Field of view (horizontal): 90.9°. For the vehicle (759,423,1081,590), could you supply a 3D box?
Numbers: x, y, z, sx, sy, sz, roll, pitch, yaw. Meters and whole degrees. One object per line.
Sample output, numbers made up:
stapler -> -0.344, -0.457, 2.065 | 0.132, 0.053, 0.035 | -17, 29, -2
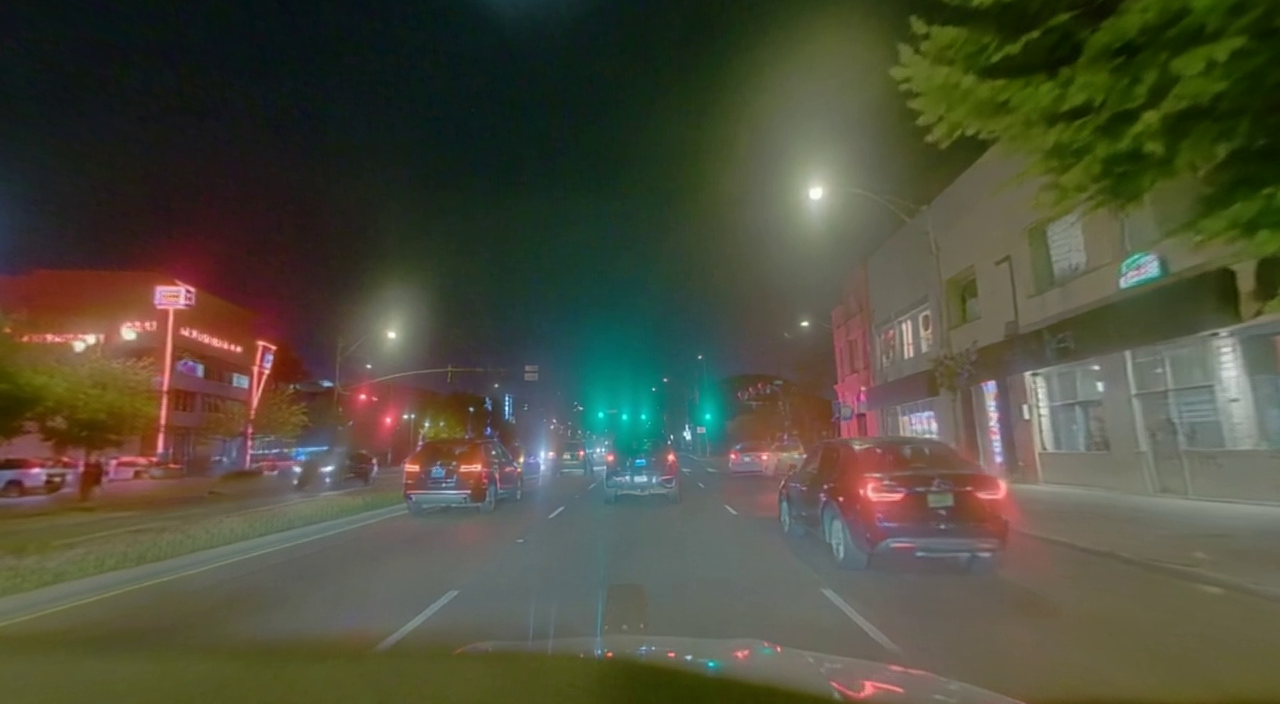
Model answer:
vehicle -> 2.963, 1.725, 7.967 | 2.030, 1.492, 4.383 | 0, -8, 0

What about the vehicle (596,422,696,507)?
vehicle -> 0.162, 2.645, 15.214 | 2.075, 1.770, 4.018 | 0, -8, 1

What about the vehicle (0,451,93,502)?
vehicle -> -24.475, 4.759, 24.227 | 1.919, 1.831, 5.335 | 0, -8, 2

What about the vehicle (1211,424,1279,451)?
vehicle -> 43.538, 5.990, 44.266 | 4.557, 1.700, 1.876 | -5, -9, 17

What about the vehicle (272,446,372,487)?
vehicle -> -14.697, 5.281, 29.481 | 2.099, 1.696, 4.746 | 0, -8, 1

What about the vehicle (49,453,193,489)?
vehicle -> -29.809, 6.817, 36.506 | 2.021, 1.802, 5.987 | -5, -10, 30

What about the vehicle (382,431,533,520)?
vehicle -> -3.695, 2.568, 13.655 | 1.886, 1.599, 4.247 | 0, -8, 1

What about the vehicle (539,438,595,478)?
vehicle -> -3.101, 4.591, 27.558 | 1.894, 1.642, 3.861 | 0, -8, 2

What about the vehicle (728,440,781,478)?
vehicle -> 4.863, 4.488, 26.707 | 1.986, 1.457, 4.566 | -2, -8, 11

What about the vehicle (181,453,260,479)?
vehicle -> -29.453, 7.996, 44.294 | 4.337, 1.690, 1.875 | -2, -8, 5

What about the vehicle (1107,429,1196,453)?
vehicle -> 37.398, 6.503, 46.191 | 4.409, 1.696, 2.180 | -2, -9, 11
